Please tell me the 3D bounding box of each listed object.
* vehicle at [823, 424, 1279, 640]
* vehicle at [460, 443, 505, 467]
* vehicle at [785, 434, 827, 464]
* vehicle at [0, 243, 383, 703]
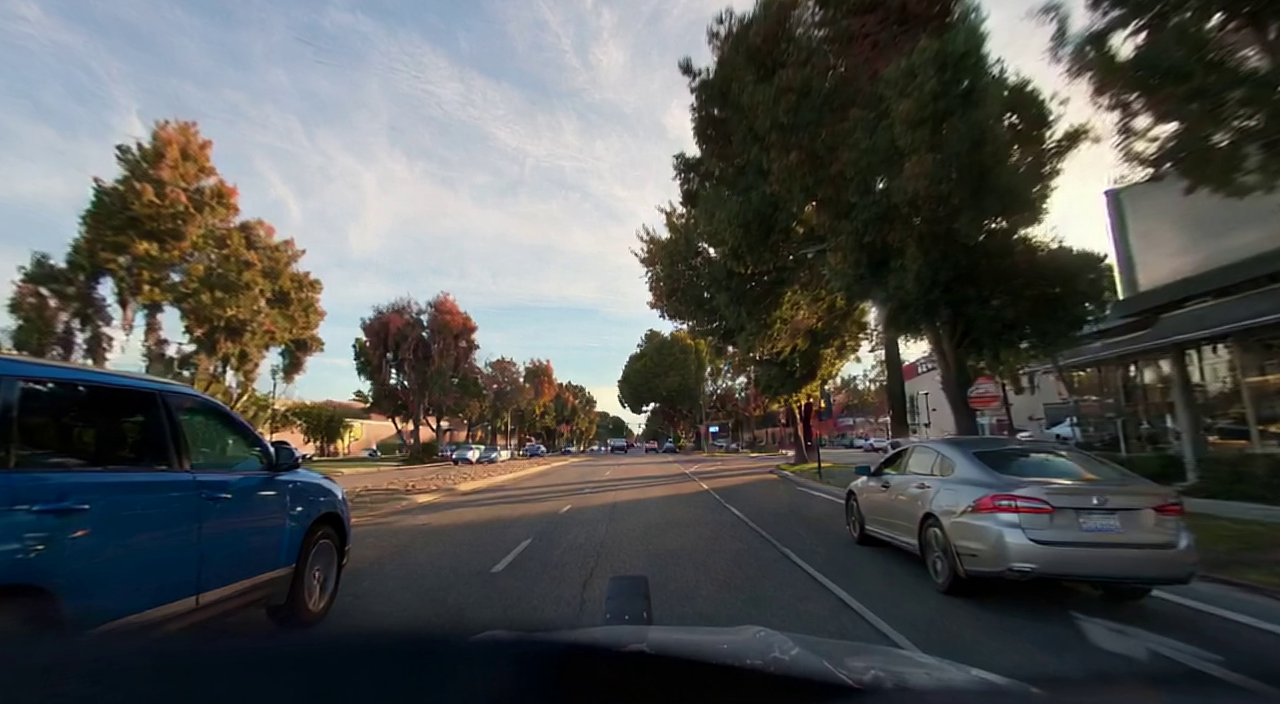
[{"bbox_3d":[3.580,1.581,6.661,1.978,1.455,4.582,0,-9,1],"label":"vehicle"},{"bbox_3d":[-10.072,6.624,40.651,1.847,1.481,3.819,0,-9,1],"label":"vehicle"},{"bbox_3d":[10.932,6.325,41.212,2.180,1.808,4.462,-3,-9,20],"label":"vehicle"},{"bbox_3d":[-3.337,0.758,3.139,2.152,1.987,4.527,0,-9,0],"label":"vehicle"}]
